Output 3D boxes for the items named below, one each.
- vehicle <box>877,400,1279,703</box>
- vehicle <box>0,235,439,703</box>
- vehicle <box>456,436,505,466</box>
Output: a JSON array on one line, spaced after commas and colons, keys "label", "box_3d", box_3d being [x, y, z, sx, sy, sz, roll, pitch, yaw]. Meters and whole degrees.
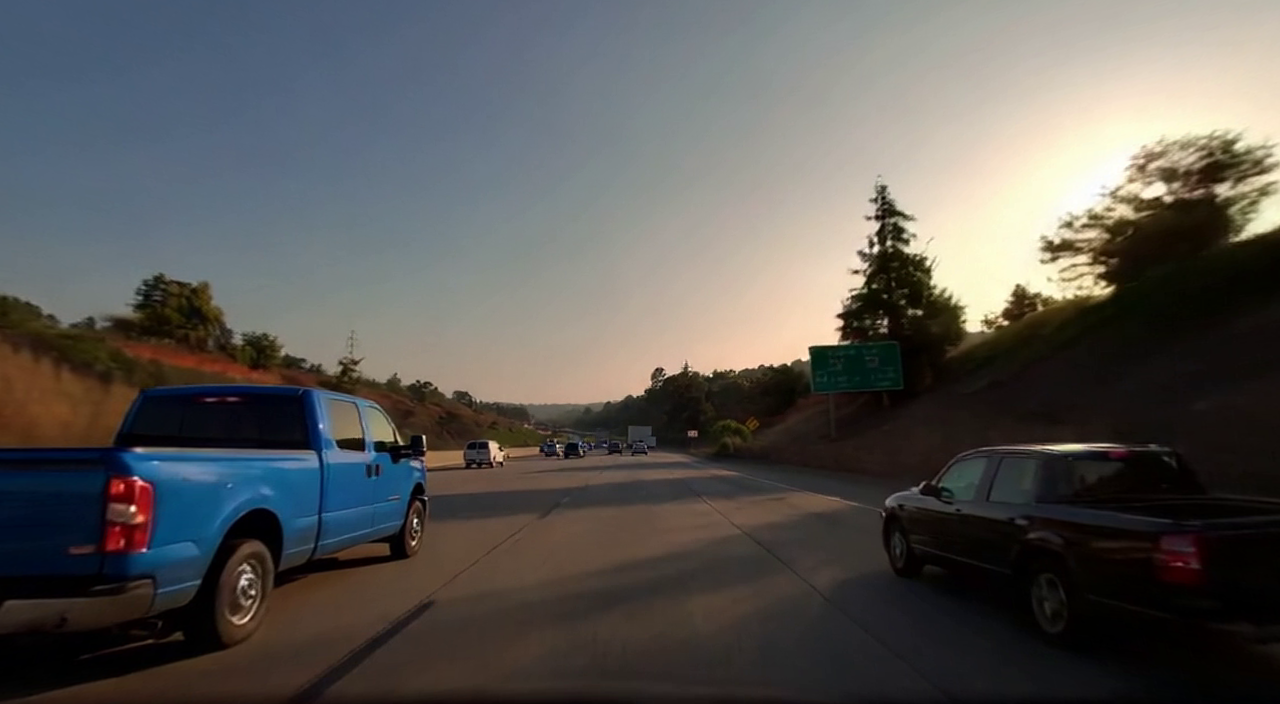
[{"label": "vehicle", "box_3d": [3.725, 1.268, 4.673, 2.047, 1.524, 4.619, 0, -9, -1]}, {"label": "vehicle", "box_3d": [-3.620, 0.913, 4.251, 2.483, 2.100, 6.208, 0, -9, 0]}, {"label": "vehicle", "box_3d": [-10.729, 6.684, 42.871, 2.012, 1.875, 4.895, 0, -9, 1]}]
